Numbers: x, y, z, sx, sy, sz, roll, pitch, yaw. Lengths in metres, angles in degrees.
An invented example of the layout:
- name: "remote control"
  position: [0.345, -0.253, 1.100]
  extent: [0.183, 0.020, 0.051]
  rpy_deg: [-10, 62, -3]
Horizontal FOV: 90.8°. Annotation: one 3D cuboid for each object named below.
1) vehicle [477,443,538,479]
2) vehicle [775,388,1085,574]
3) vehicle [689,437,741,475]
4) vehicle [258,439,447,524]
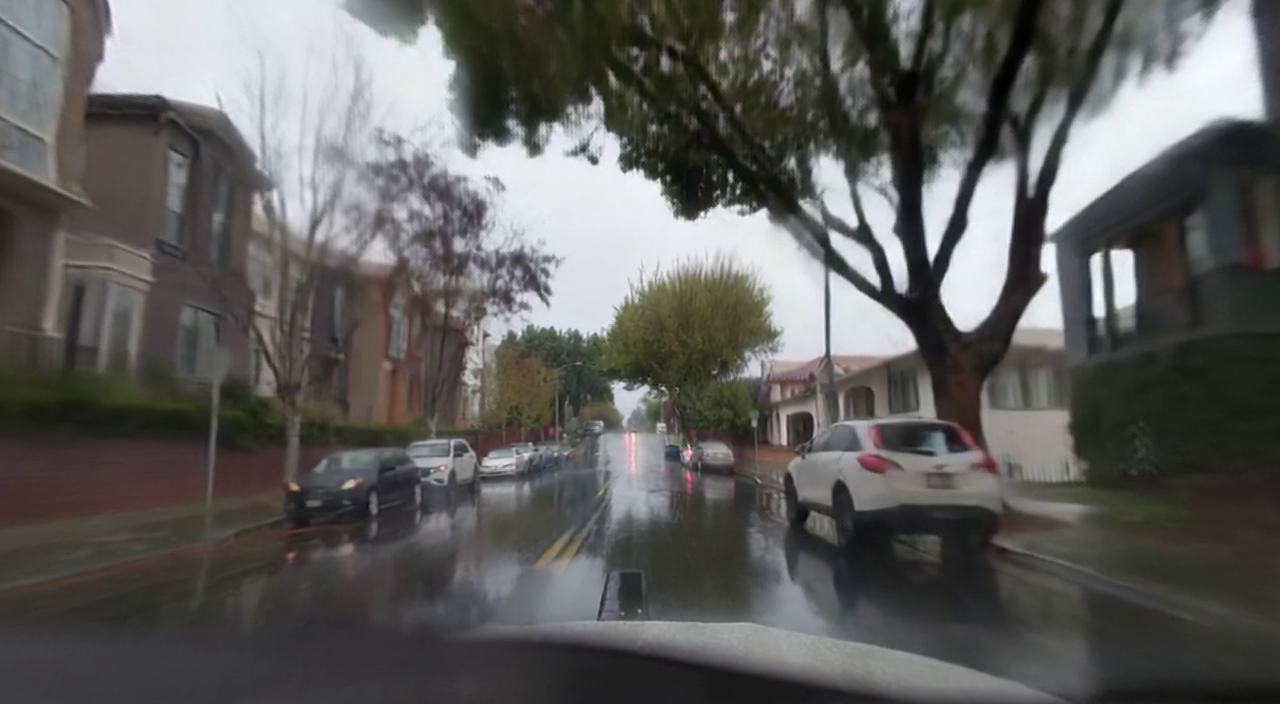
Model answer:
- name: "vehicle"
  position: [-5.875, 4.875, 28.477]
  extent: [2.003, 1.489, 4.051]
  rpy_deg: [0, -9, -3]
- name: "vehicle"
  position: [3.629, 1.740, 9.216]
  extent: [2.158, 1.977, 4.750]
  rpy_deg: [0, -9, -1]
- name: "vehicle"
  position: [3.638, 5.154, 31.526]
  extent: [1.952, 1.738, 4.518]
  rpy_deg: [0, -9, -2]
- name: "vehicle"
  position: [-5.796, 2.638, 13.493]
  extent: [1.998, 1.485, 4.476]
  rpy_deg: [0, -9, -1]
